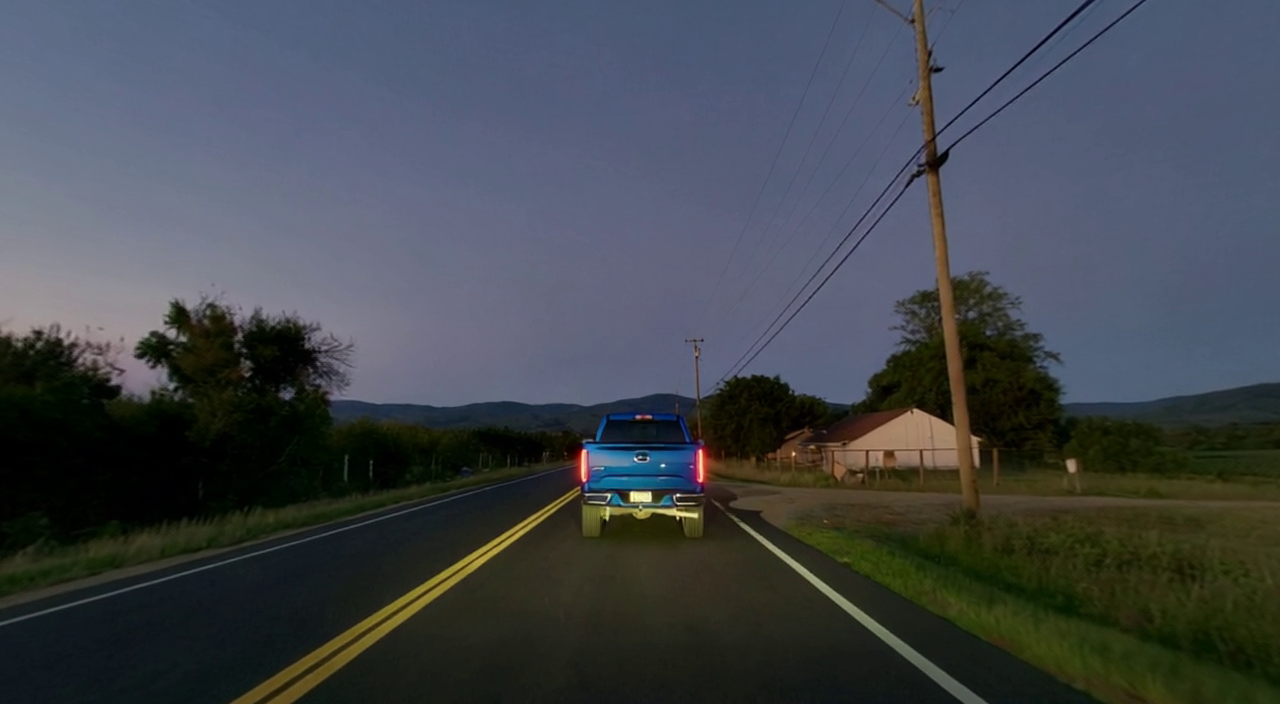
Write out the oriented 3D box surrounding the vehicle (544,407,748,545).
[{"bbox_3d":[0.043,2.133,11.637,2.774,1.861,5.885,0,-8,-1],"label":"vehicle"}]
